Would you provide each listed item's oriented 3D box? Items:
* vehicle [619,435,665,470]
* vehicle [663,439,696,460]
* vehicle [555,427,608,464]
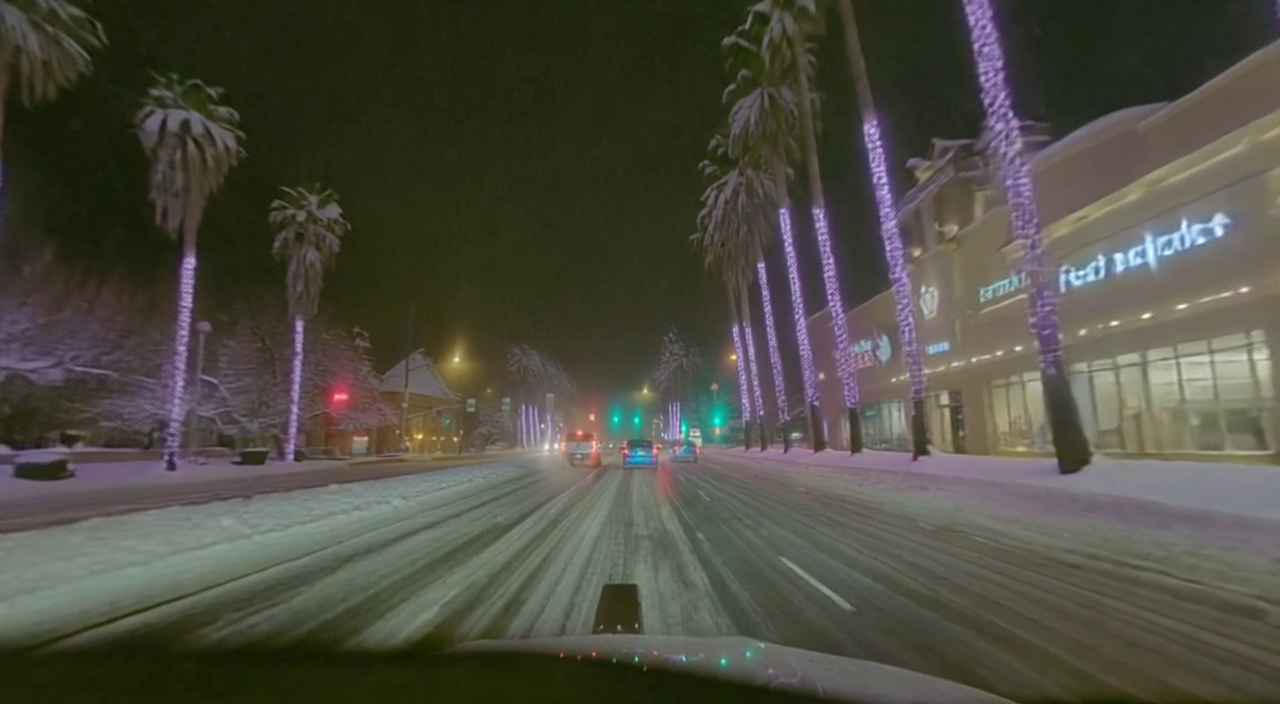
[{"bbox_3d":[0.060,5.025,31.834,2.160,1.615,4.117,0,-9,-1],"label":"vehicle"},{"bbox_3d":[2.914,7.359,47.830,2.085,1.482,4.491,0,-9,-2],"label":"vehicle"},{"bbox_3d":[-3.411,5.703,38.429,2.672,2.064,5.681,0,-9,0],"label":"vehicle"}]
